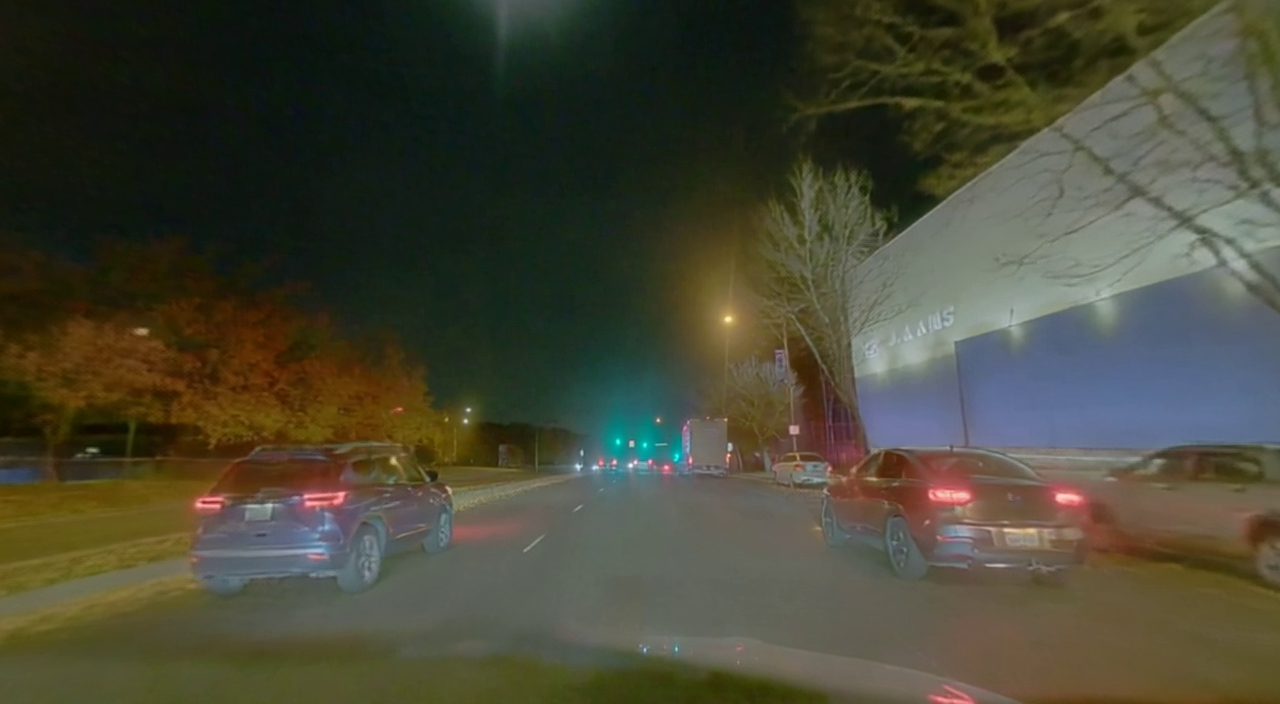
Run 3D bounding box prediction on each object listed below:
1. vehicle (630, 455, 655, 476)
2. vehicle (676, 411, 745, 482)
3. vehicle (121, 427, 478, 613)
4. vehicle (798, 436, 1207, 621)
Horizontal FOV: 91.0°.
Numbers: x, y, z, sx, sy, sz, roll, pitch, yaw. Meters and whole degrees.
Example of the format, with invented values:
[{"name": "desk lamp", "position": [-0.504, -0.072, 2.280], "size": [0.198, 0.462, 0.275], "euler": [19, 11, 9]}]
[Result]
[{"name": "vehicle", "position": [0.184, 8.975, 49.938], "size": [1.846, 1.528, 4.348], "euler": [0, -9, 0]}, {"name": "vehicle", "position": [4.031, 5.819, 38.681], "size": [3.003, 3.680, 10.684], "euler": [0, -9, 0]}, {"name": "vehicle", "position": [-3.458, 1.764, 7.607], "size": [1.751, 1.540, 4.481], "euler": [0, -9, 1]}, {"name": "vehicle", "position": [3.538, 1.800, 7.589], "size": [1.915, 1.449, 4.970], "euler": [0, -9, -1]}]
